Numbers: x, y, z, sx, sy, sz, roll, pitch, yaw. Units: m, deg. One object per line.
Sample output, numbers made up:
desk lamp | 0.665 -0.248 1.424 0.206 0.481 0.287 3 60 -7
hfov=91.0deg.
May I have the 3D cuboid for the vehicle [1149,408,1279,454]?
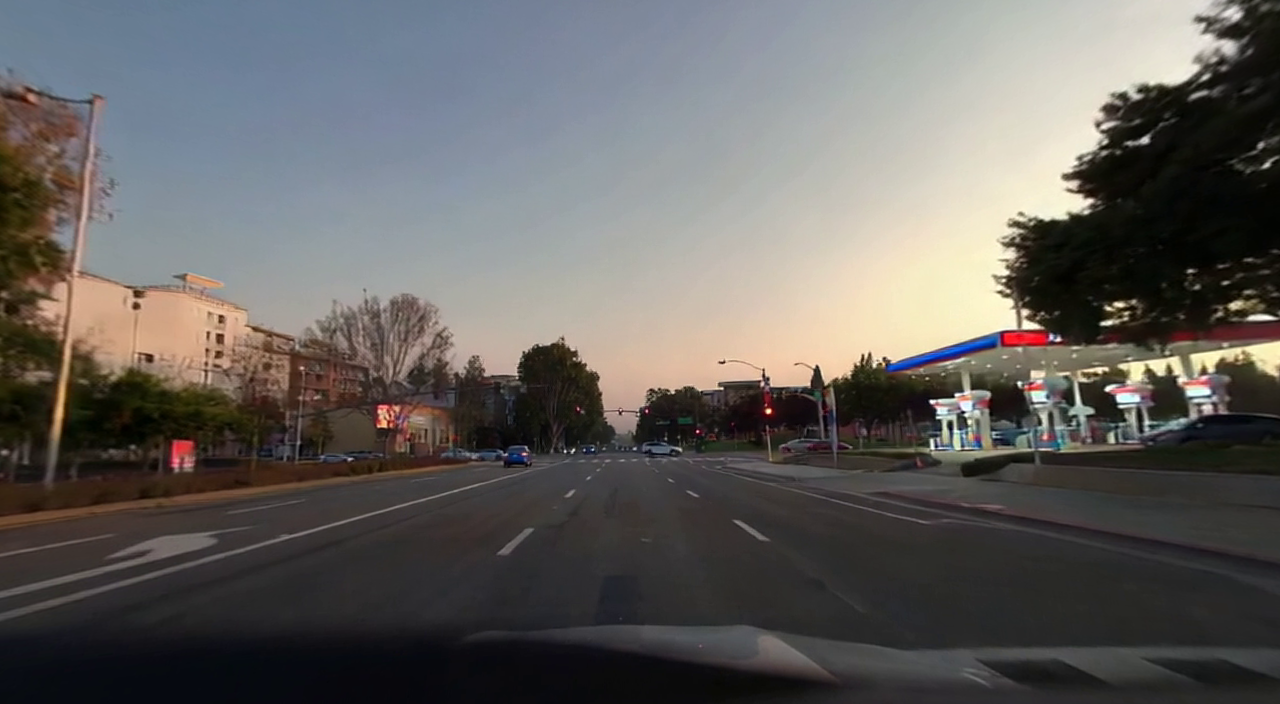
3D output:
vehicle | 22.841 3.069 24.530 4.230 1.590 1.877 -2 -8 0
